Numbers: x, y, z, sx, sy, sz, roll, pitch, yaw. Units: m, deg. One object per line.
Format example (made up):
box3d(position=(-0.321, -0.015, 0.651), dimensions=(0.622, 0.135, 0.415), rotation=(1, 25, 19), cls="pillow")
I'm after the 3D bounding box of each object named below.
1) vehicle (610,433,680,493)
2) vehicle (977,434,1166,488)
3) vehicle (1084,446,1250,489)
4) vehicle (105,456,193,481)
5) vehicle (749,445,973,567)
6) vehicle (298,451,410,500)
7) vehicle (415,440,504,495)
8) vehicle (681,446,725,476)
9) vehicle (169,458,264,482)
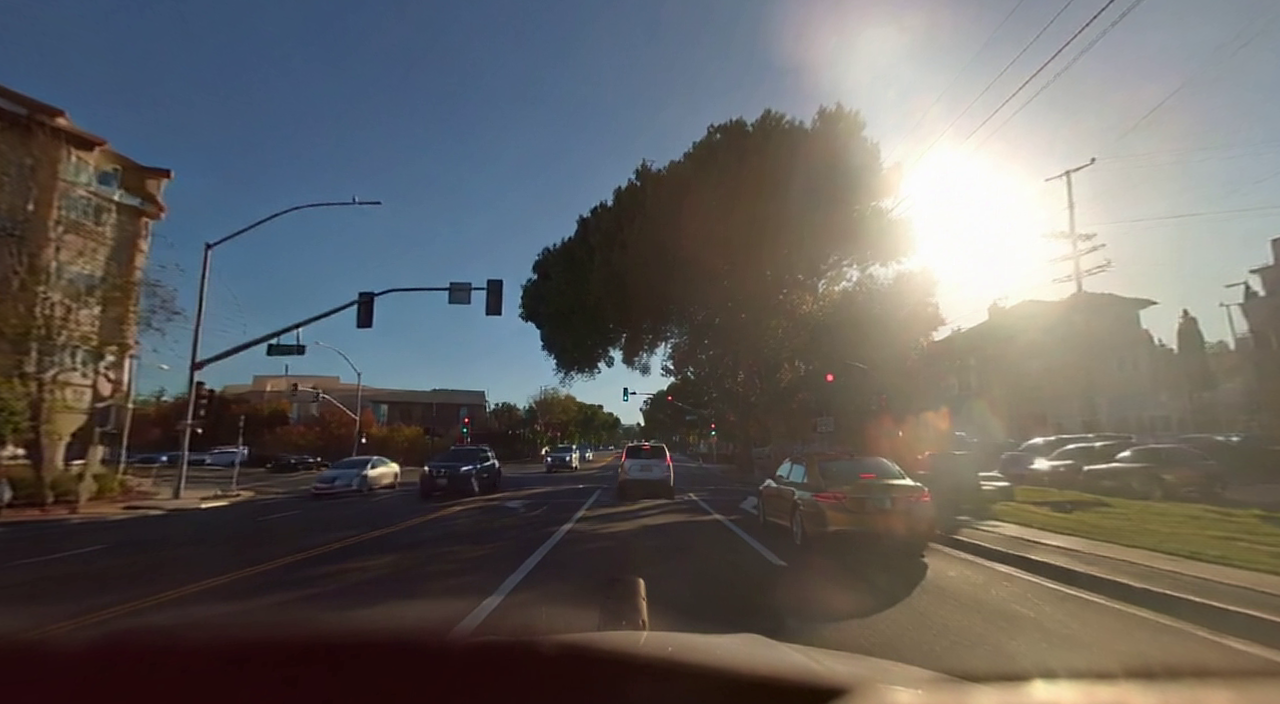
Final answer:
box3d(position=(0.160, 3.978, 22.792), dimensions=(2.296, 1.947, 4.168), rotation=(0, -9, 0), cls="vehicle")
box3d(position=(13.648, 3.468, 20.105), dimensions=(4.507, 1.610, 2.045), rotation=(0, -9, -1), cls="vehicle")
box3d(position=(18.765, 4.111, 22.733), dimensions=(1.906, 1.395, 4.736), rotation=(0, -9, 0), cls="vehicle")
box3d(position=(-33.791, 8.004, 43.285), dimensions=(4.379, 1.666, 2.005), rotation=(0, -9, 2), cls="vehicle")
box3d(position=(3.118, 2.244, 10.002), dimensions=(1.900, 1.478, 4.425), rotation=(0, -9, -1), cls="vehicle")
box3d(position=(-10.279, 4.440, 23.038), dimensions=(1.943, 1.552, 4.670), rotation=(0, -9, 0), cls="vehicle")
box3d(position=(-6.620, 4.268, 23.568), dimensions=(1.957, 1.836, 4.434), rotation=(0, -9, 1), cls="vehicle")
box3d(position=(3.719, 6.500, 37.691), dimensions=(2.138, 1.729, 4.178), rotation=(0, -9, -1), cls="vehicle")
box3d(position=(-26.848, 7.508, 39.910), dimensions=(4.500, 1.439, 1.996), rotation=(0, -9, -1), cls="vehicle")
